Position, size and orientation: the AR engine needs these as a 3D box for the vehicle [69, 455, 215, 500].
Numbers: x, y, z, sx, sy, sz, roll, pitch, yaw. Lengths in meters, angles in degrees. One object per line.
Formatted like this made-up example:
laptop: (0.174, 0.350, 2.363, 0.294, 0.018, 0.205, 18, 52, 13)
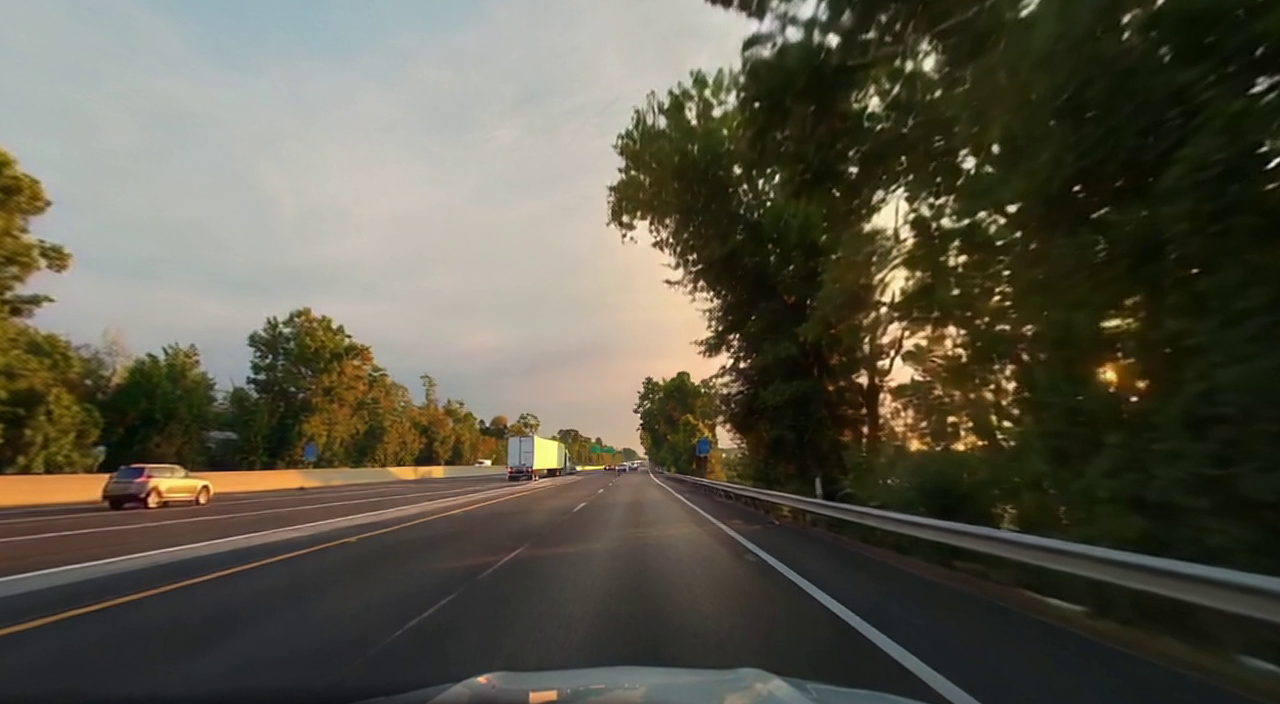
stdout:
vehicle: (-18.050, 4.571, 23.145, 1.745, 1.430, 4.252, 0, -10, 2)
